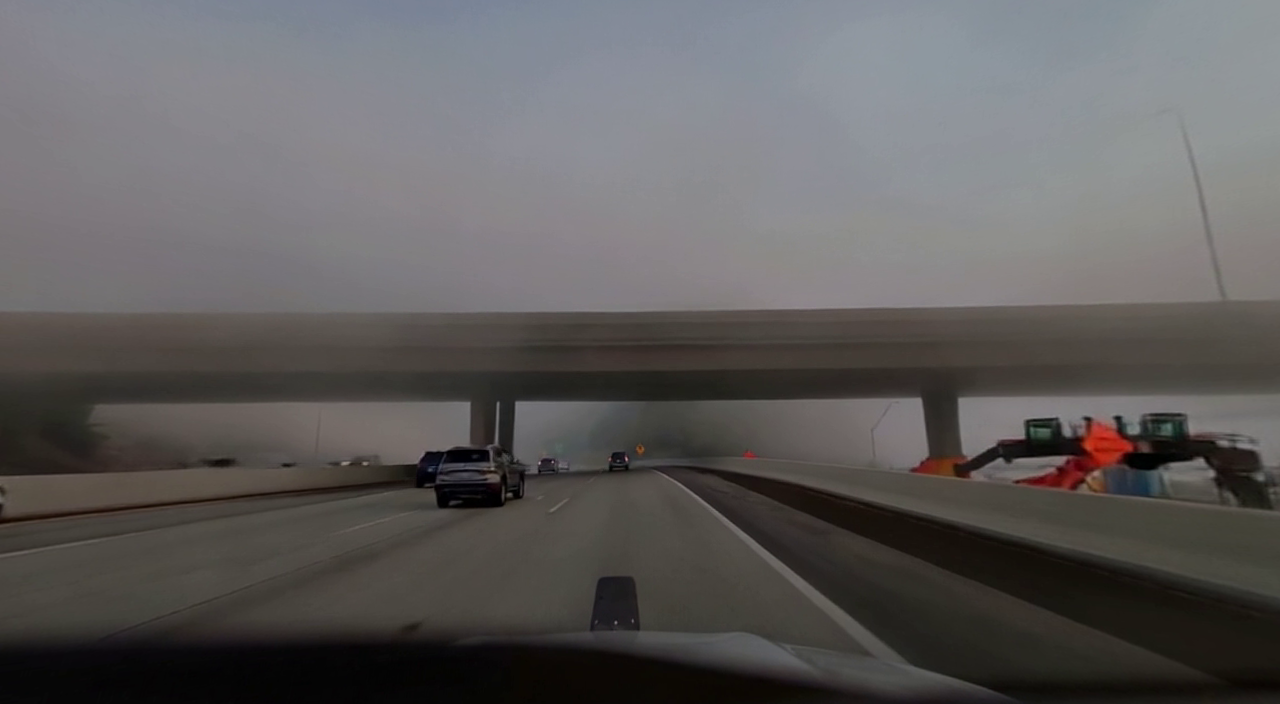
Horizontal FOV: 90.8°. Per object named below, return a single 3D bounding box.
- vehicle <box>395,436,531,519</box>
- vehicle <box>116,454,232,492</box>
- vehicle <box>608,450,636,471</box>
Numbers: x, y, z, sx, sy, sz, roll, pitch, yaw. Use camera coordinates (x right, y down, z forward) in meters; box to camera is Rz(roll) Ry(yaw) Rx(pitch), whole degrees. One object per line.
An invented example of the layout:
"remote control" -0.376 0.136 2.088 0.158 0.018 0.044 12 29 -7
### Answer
"vehicle" -3.939 2.847 14.902 2.024 1.655 4.192 0 -9 0
"vehicle" -22.026 5.711 30.162 1.898 1.612 4.808 0 -8 -1
"vehicle" -1.403 8.113 47.387 2.051 1.459 4.092 0 -9 -3
